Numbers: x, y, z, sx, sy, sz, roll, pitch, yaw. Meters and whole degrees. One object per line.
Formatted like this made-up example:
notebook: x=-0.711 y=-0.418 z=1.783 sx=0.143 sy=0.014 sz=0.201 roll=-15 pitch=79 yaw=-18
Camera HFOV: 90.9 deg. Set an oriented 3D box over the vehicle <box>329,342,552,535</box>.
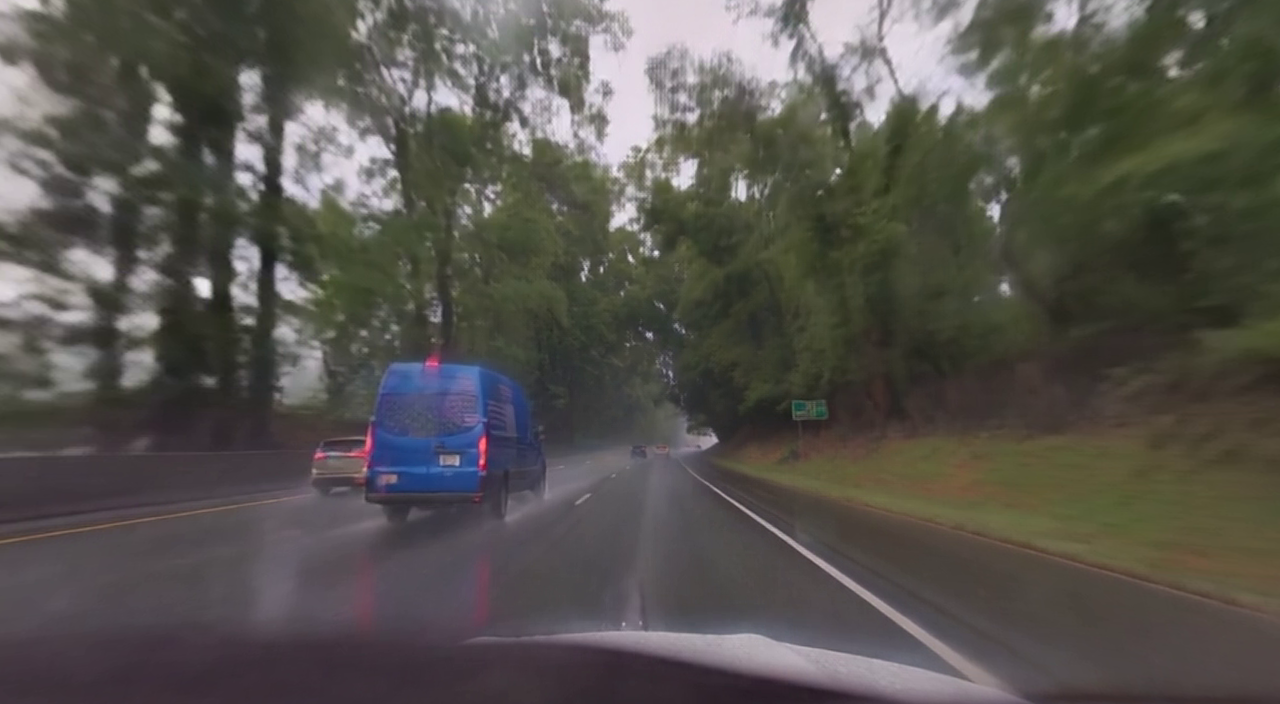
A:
vehicle: x=-3.372 y=1.679 z=12.296 sx=2.319 sy=2.883 sz=5.632 roll=0 pitch=-8 yaw=1
